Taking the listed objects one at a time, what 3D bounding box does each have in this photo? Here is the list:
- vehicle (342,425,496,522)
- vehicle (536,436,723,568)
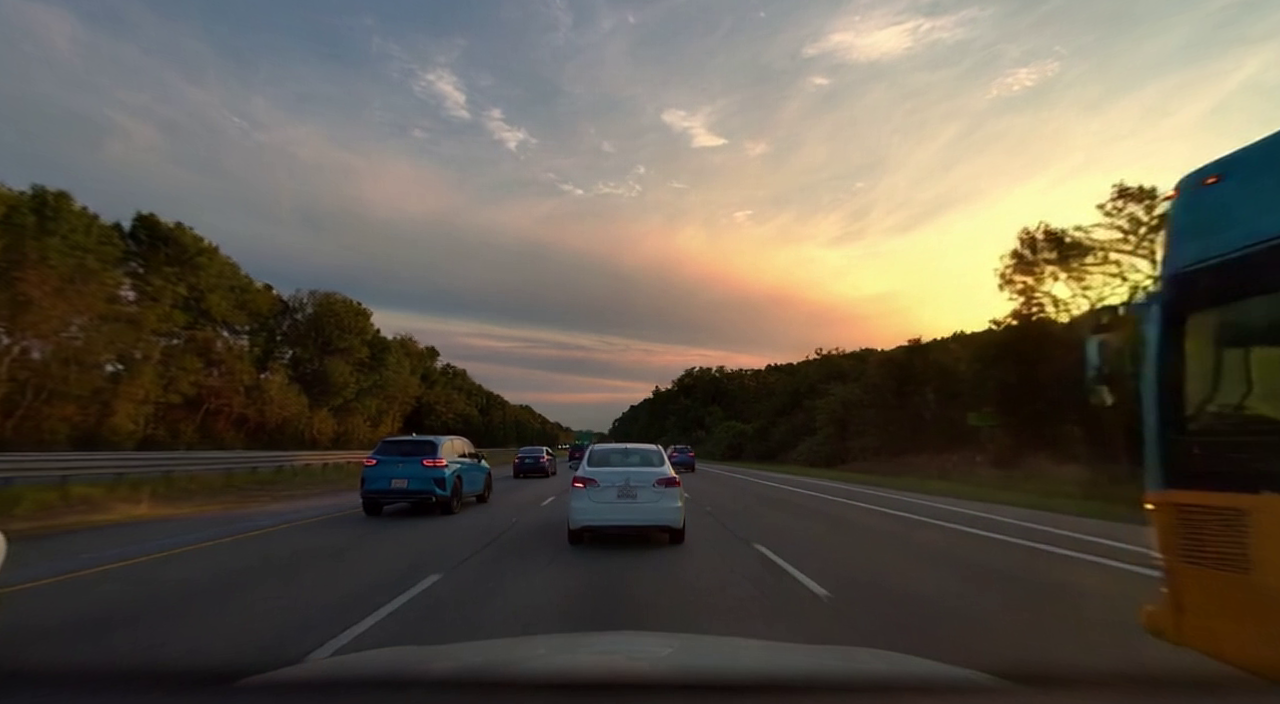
[{"bbox_3d":[-4.399,2.481,13.307,1.830,1.703,4.142,0,-9,-1],"label":"vehicle"},{"bbox_3d":[-0.179,2.036,9.332,2.120,1.478,4.179,0,-9,-2],"label":"vehicle"}]
